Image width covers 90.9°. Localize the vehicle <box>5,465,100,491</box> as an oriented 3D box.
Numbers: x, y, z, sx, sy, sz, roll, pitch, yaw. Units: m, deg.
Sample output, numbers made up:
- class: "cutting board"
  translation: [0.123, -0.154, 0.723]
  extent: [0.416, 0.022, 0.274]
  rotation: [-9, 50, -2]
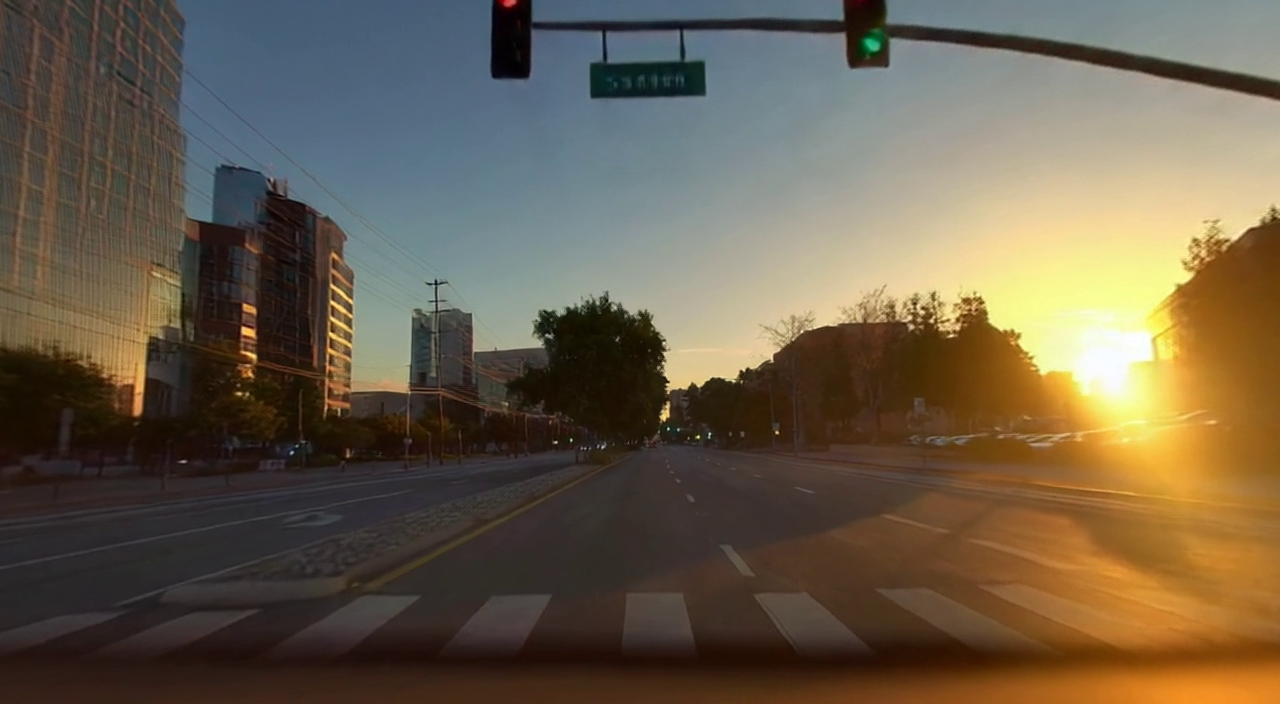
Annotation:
- class: "vehicle"
  translation: [-37.074, 7.928, 39.937]
  extent: [1.736, 1.399, 4.271]
  rotation: [-1, -8, 5]
